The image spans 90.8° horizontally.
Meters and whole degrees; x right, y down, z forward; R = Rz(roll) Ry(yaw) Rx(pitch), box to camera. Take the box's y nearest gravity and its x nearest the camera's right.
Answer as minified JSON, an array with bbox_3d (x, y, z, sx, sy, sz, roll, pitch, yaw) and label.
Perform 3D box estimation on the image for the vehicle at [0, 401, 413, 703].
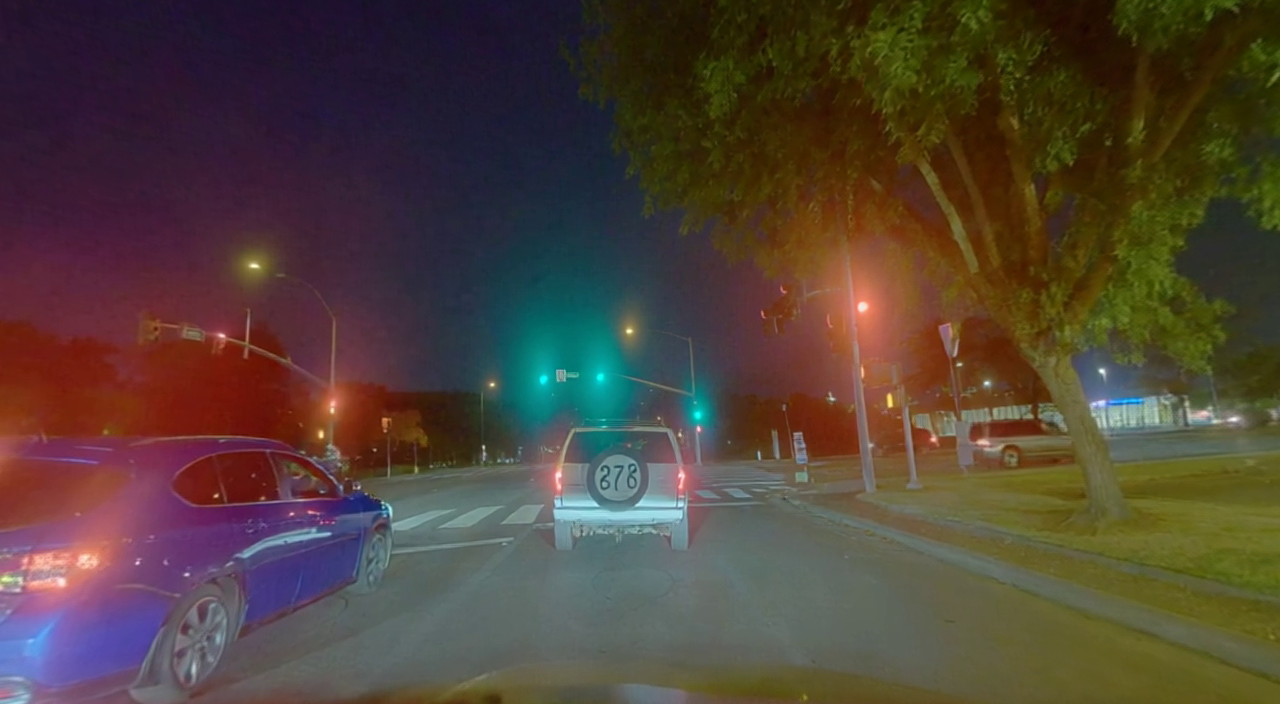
[{"bbox_3d":[-3.374,1.258,4.546,2.011,1.527,4.008,0,-8,-1],"label":"vehicle"}]

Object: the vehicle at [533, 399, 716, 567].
[{"bbox_3d":[-0.184,1.793,9.332,2.059,1.877,4.249,0,-8,0],"label":"vehicle"}]

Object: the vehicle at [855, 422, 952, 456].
[{"bbox_3d":[15.003,4.966,35.992,4.872,1.806,2.107,3,-9,-20],"label":"vehicle"}]

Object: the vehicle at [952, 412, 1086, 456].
[{"bbox_3d":[17.973,3.899,30.064,5.215,1.967,2.392,2,-9,-15],"label":"vehicle"}]
